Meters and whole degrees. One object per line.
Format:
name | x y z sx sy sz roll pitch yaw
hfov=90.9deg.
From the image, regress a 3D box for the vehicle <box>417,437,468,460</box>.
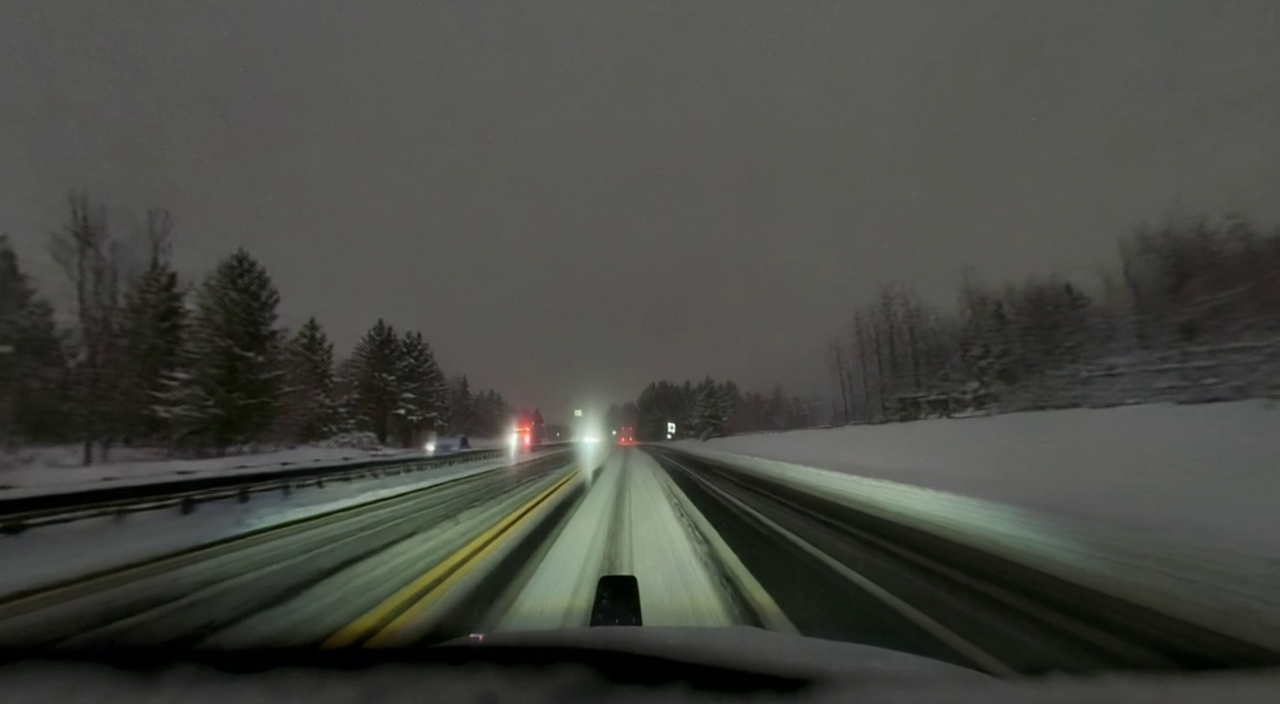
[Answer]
vehicle | -13.504 6.604 43.327 2.102 1.449 4.500 0 -8 -1
